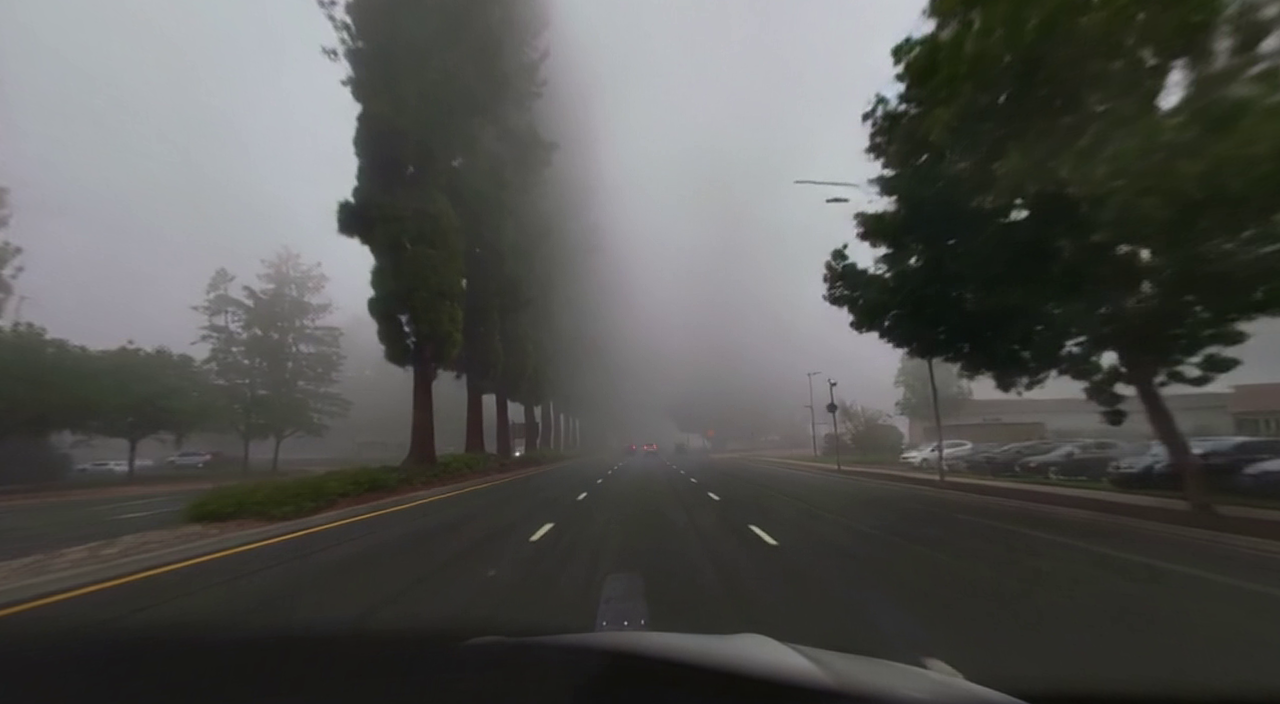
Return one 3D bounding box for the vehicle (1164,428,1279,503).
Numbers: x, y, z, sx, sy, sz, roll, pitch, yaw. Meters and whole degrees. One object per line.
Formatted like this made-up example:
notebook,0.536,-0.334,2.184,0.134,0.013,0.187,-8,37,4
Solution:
vehicle,15.377,2.635,14.791,4.350,1.631,1.954,0,-8,0
